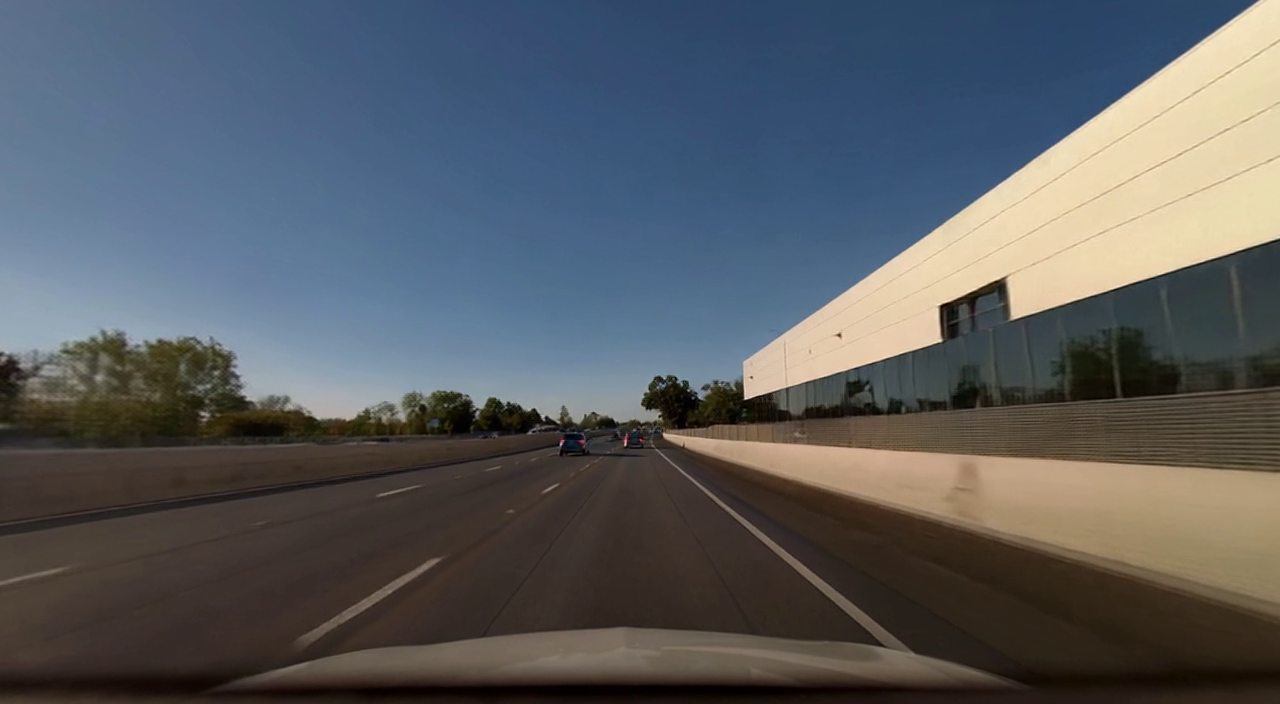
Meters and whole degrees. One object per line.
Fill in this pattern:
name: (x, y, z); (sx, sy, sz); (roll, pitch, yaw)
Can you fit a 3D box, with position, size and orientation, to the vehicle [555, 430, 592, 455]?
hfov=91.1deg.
vehicle: (-4.580, 6.252, 43.658); (2.036, 1.612, 4.510); (0, -8, 0)
